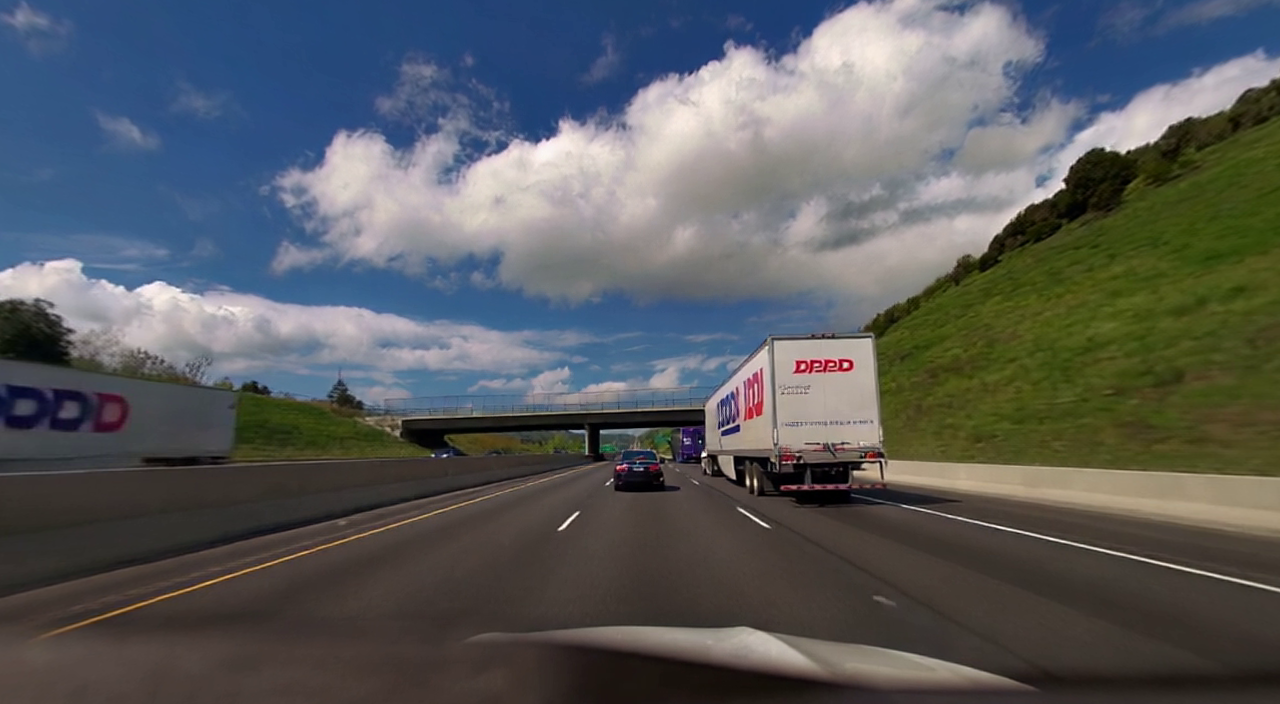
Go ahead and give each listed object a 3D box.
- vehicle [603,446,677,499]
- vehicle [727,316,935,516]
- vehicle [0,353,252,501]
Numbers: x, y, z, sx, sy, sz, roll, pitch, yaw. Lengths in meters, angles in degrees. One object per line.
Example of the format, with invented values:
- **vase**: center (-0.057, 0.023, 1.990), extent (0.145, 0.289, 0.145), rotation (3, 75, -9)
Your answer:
- **vehicle**: center (-0.005, 3.607, 19.206), extent (2.029, 1.437, 3.794), rotation (0, -9, 0)
- **vehicle**: center (4.320, 1.874, 16.676), extent (2.802, 3.956, 8.291), rotation (0, -9, 0)
- **vehicle**: center (-19.147, 2.669, 21.189), extent (3.069, 4.019, 14.382), rotation (0, -9, 0)
